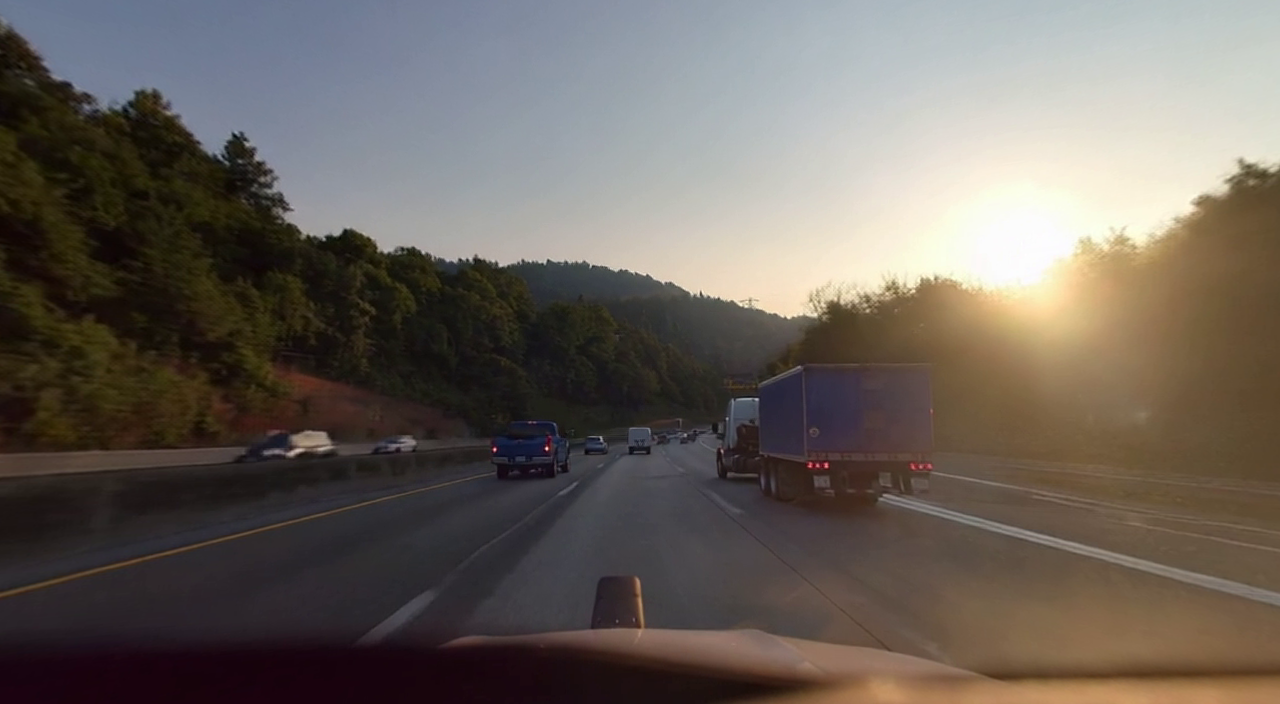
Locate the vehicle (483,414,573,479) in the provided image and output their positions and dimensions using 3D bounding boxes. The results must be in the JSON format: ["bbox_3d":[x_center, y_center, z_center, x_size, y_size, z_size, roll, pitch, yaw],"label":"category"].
[{"bbox_3d":[-3.684,3.210,21.675,2.204,1.991,4.720,0,-8,0],"label":"vehicle"}]

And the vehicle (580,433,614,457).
[{"bbox_3d":[-2.967,6.534,44.268,2.008,1.588,4.147,0,-8,1],"label":"vehicle"}]

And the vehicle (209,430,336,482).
[{"bbox_3d":[-12.441,3.504,21.690,1.873,1.595,4.120,0,-8,0],"label":"vehicle"}]

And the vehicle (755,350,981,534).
[{"bbox_3d":[3.554,1.516,10.882,2.256,2.568,4.049,0,-8,-1],"label":"vehicle"}]

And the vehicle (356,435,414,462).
[{"bbox_3d":[-15.085,5.709,37.464,1.773,1.509,3.815,0,-8,1],"label":"vehicle"}]
